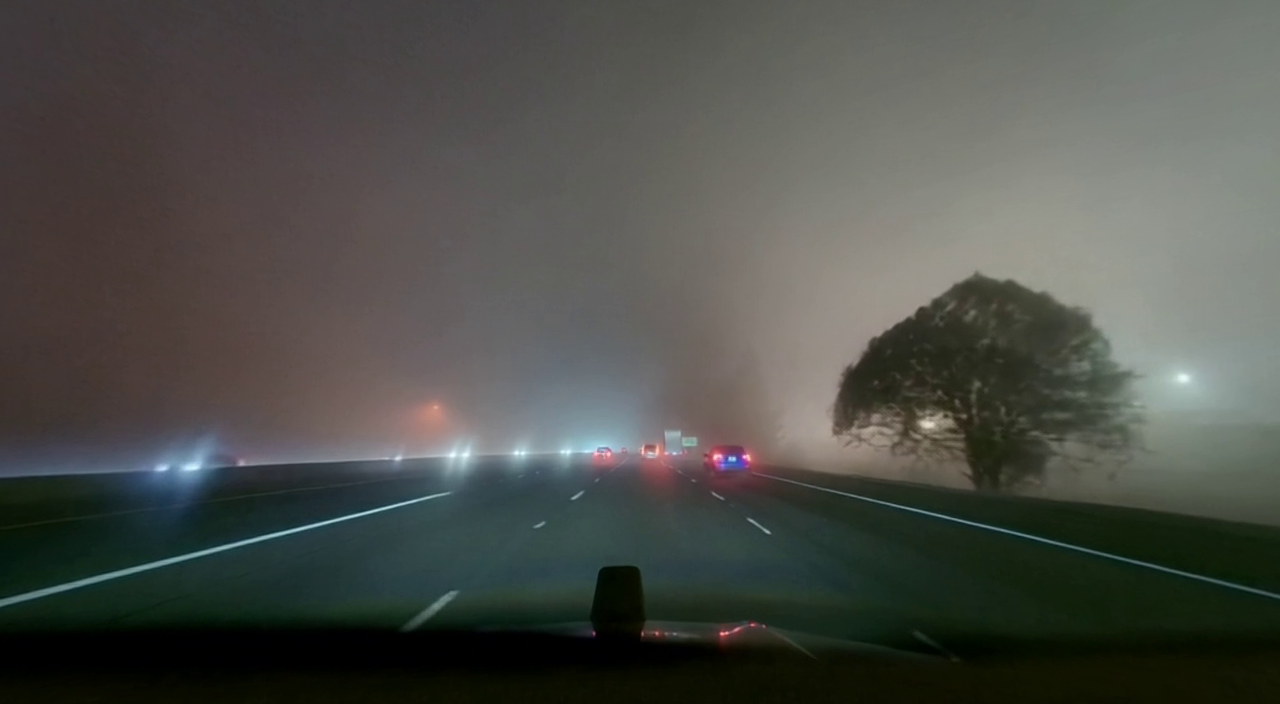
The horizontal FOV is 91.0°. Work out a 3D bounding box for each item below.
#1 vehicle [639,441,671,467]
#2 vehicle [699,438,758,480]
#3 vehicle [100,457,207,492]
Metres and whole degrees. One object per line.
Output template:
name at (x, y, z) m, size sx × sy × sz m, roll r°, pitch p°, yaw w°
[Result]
vehicle at (1.050, 7.507, 46.487) m, size 2.205 × 1.785 × 4.423 m, roll 0°, pitch -9°, yaw 0°
vehicle at (3.920, 4.849, 28.722) m, size 2.082 × 1.720 × 4.393 m, roll 0°, pitch -9°, yaw 0°
vehicle at (-25.287, 6.334, 32.959) m, size 1.917 × 1.632 × 4.412 m, roll 0°, pitch -9°, yaw 1°
